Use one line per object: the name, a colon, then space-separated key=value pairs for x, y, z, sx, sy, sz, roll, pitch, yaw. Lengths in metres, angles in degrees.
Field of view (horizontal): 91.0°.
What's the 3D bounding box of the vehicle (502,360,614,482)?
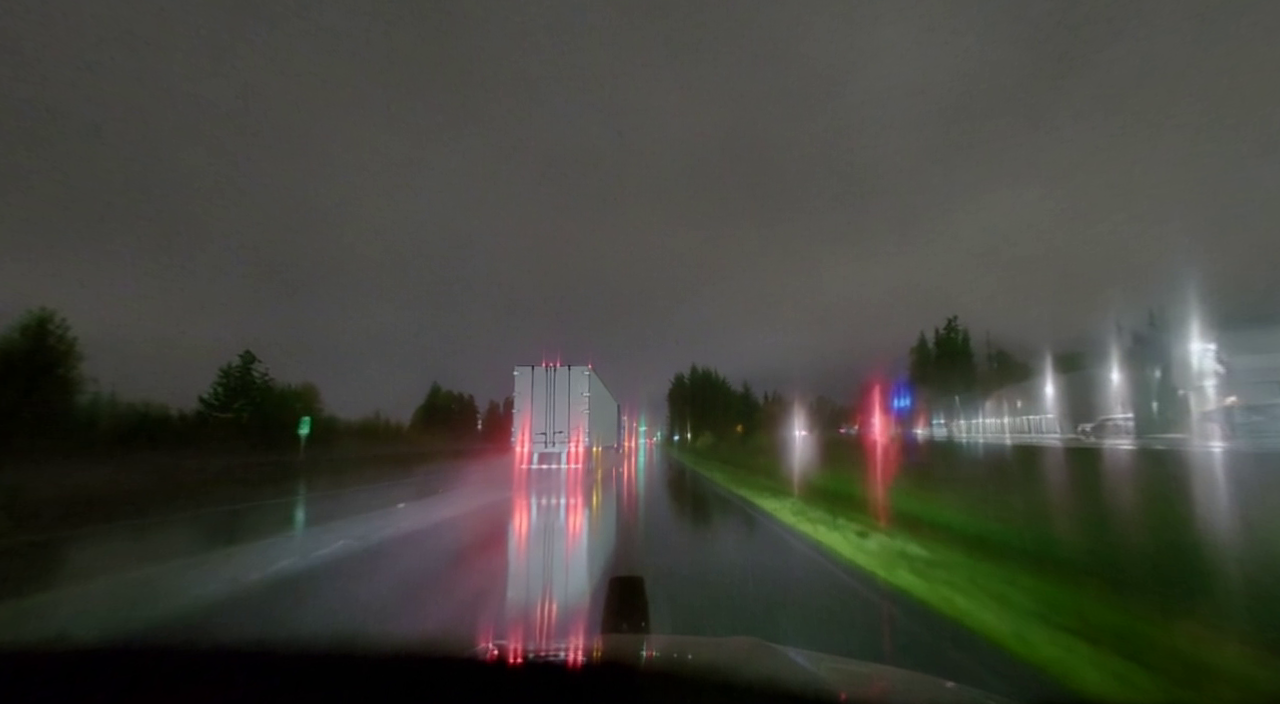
vehicle: x=-3.004 y=3.298 z=28.070 sx=2.947 sy=4.051 sz=14.256 roll=0 pitch=-8 yaw=1
